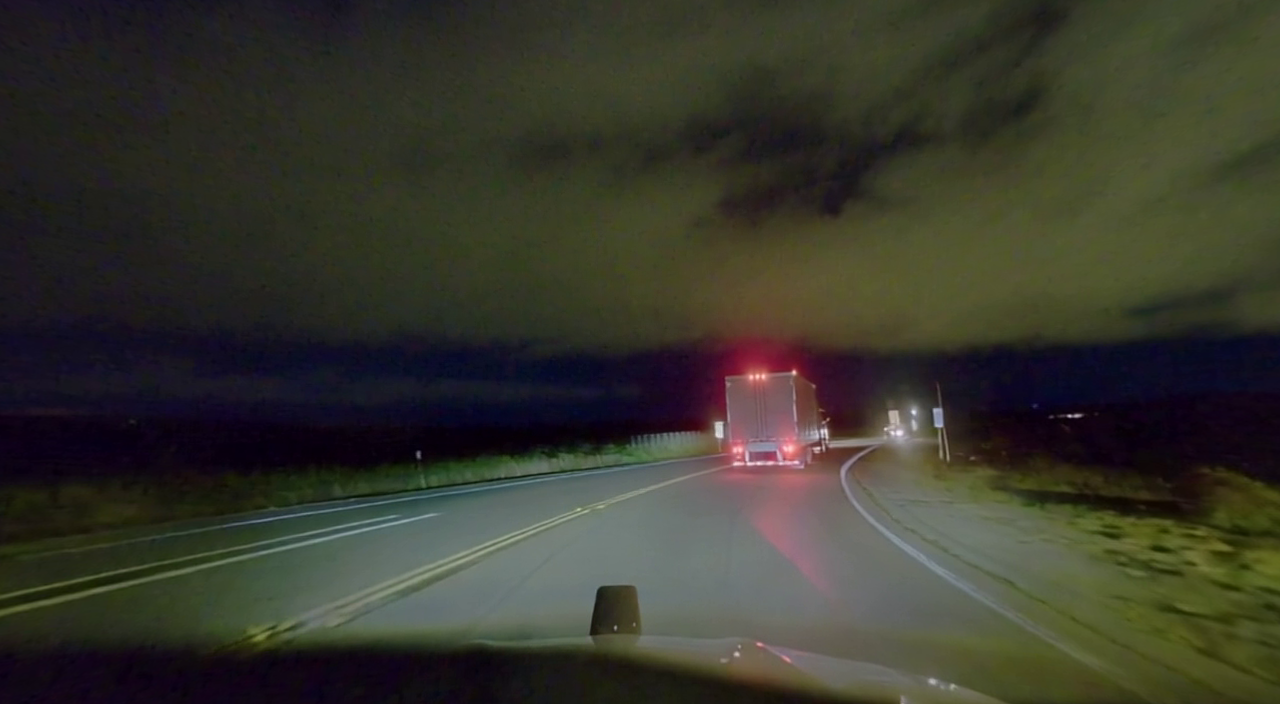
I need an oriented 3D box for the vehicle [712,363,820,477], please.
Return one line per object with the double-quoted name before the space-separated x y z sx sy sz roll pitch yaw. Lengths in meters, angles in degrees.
"vehicle" 5.564 2.937 25.954 2.837 3.712 10.484 -3 -8 19
